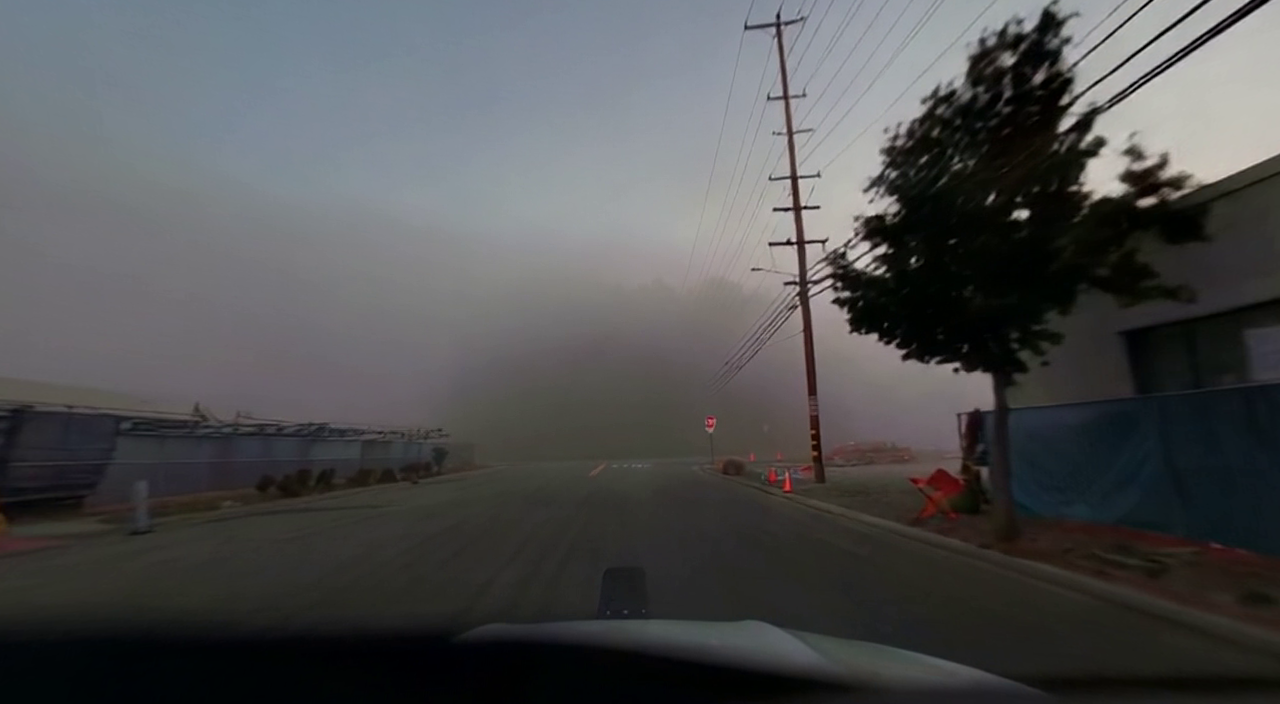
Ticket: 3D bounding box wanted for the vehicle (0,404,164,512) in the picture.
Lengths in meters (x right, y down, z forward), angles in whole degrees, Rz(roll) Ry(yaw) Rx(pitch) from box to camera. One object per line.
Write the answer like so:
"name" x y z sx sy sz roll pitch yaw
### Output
"vehicle" -13.289 2.220 12.840 2.662 1.981 5.352 -1 -13 4
